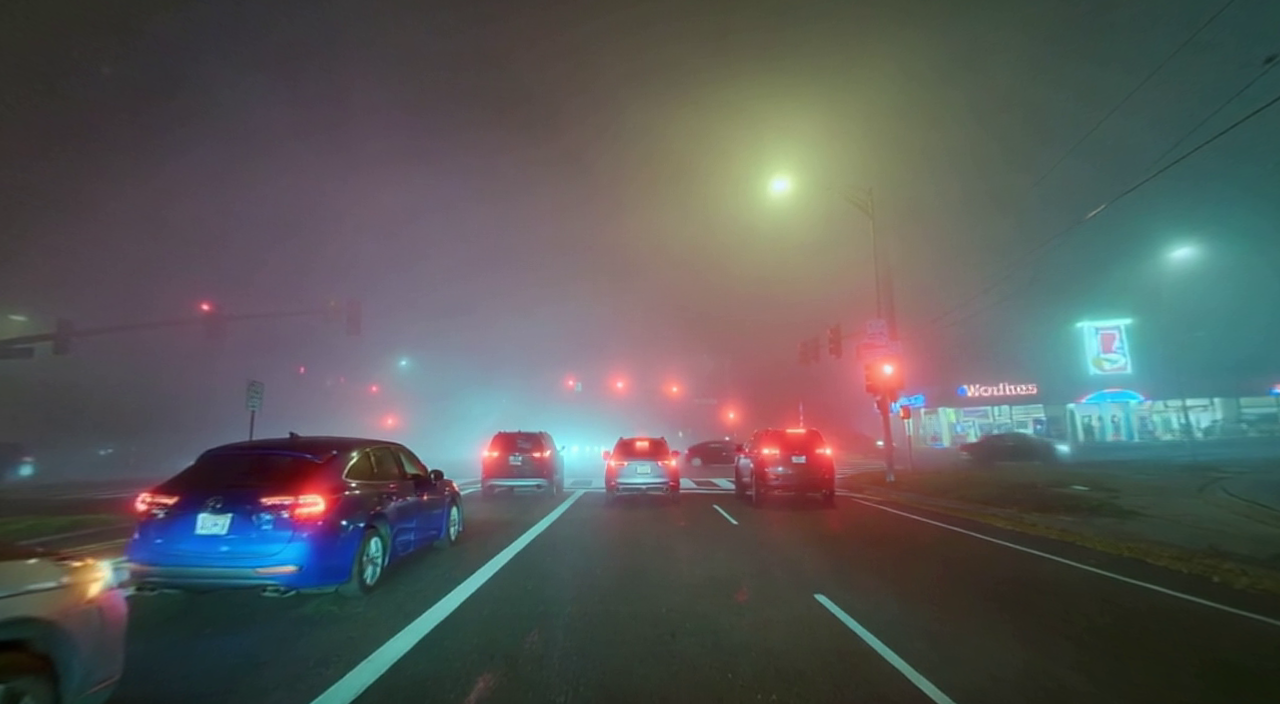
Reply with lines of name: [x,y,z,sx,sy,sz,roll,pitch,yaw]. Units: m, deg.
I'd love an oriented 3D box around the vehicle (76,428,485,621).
vehicle: [-3.336,1.679,7.123,2.014,1.472,4.357,0,-9,1]

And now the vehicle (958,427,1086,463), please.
vehicle: [21.081,5.187,34.996,5.504,1.821,2.173,-2,-9,9]

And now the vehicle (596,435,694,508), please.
vehicle: [0.141,2.806,15.139,2.032,1.499,3.994,0,-9,1]

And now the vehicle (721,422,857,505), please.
vehicle: [3.341,2.633,15.177,2.076,1.691,4.402,0,-9,-2]

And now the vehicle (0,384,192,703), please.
vehicle: [-3.080,0.598,0.163,2.249,1.517,4.951,0,-9,1]

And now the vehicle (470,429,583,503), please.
vehicle: [-2.824,2.967,16.660,2.072,1.694,4.070,-1,-9,2]

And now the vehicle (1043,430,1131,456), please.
vehicle: [30.591,6.239,43.169,4.432,1.680,1.932,0,-9,2]

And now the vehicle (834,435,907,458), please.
vehicle: [17.005,7.023,46.668,4.626,1.653,1.982,0,-9,1]
